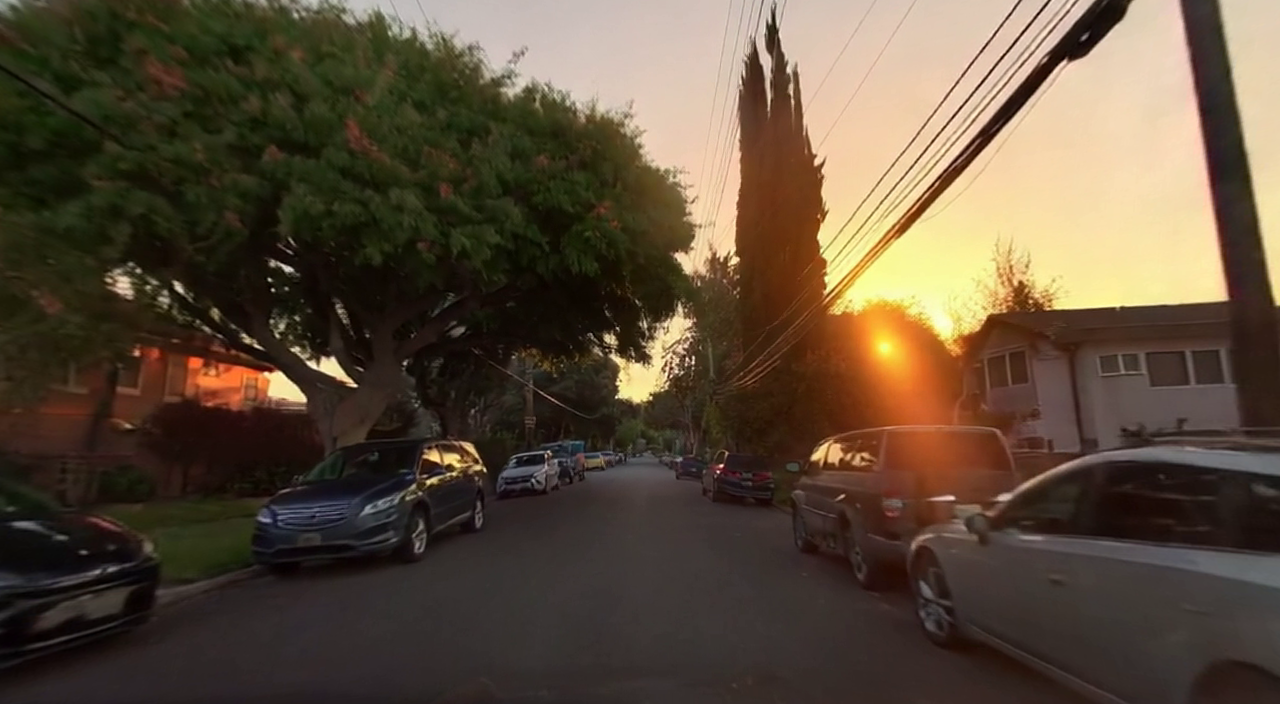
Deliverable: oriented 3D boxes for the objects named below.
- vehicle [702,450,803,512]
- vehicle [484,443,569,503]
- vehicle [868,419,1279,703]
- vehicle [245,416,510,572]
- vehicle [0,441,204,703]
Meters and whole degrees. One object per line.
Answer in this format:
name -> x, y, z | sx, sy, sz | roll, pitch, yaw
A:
vehicle -> 3.007, 3.547, 17.949 | 1.952, 1.469, 4.776 | 0, -8, 0
vehicle -> -3.699, 4.019, 21.490 | 2.014, 1.780, 4.757 | 0, -8, 0
vehicle -> 2.987, 1.184, 3.489 | 1.878, 1.491, 4.495 | 0, -8, 1
vehicle -> -3.859, 2.180, 10.634 | 2.280, 1.953, 5.092 | 0, -8, 0
vehicle -> -6.137, 1.384, 4.280 | 4.816, 1.519, 1.920 | 0, -9, -4
